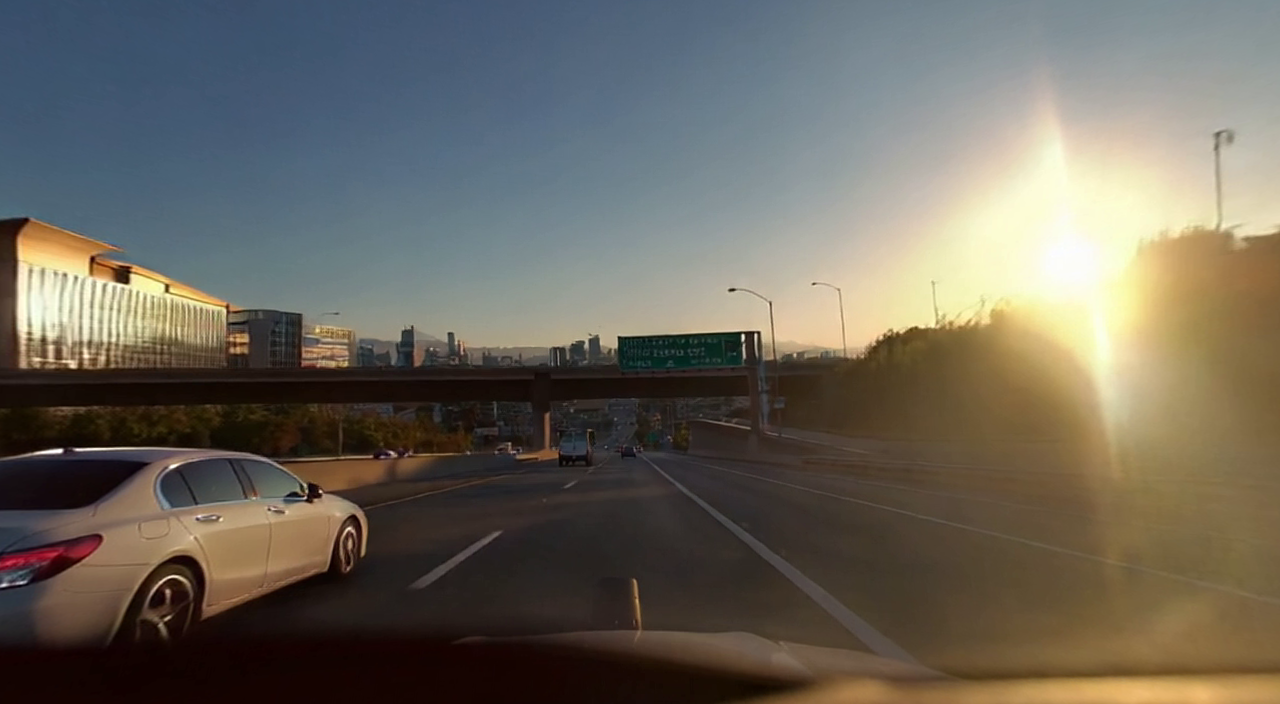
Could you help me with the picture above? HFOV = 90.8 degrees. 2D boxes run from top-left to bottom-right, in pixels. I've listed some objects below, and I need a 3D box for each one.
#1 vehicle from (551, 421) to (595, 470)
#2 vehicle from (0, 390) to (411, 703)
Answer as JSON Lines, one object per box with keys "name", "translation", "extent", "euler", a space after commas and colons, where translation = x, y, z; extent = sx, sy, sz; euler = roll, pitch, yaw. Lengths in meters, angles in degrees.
{"name": "vehicle", "translation": [-4.351, 6.234, 42.220], "extent": [2.364, 2.953, 6.732], "euler": [0, -9, -1]}
{"name": "vehicle", "translation": [-3.669, 1.277, 4.976], "extent": [2.025, 1.556, 4.594], "euler": [0, -8, -1]}
